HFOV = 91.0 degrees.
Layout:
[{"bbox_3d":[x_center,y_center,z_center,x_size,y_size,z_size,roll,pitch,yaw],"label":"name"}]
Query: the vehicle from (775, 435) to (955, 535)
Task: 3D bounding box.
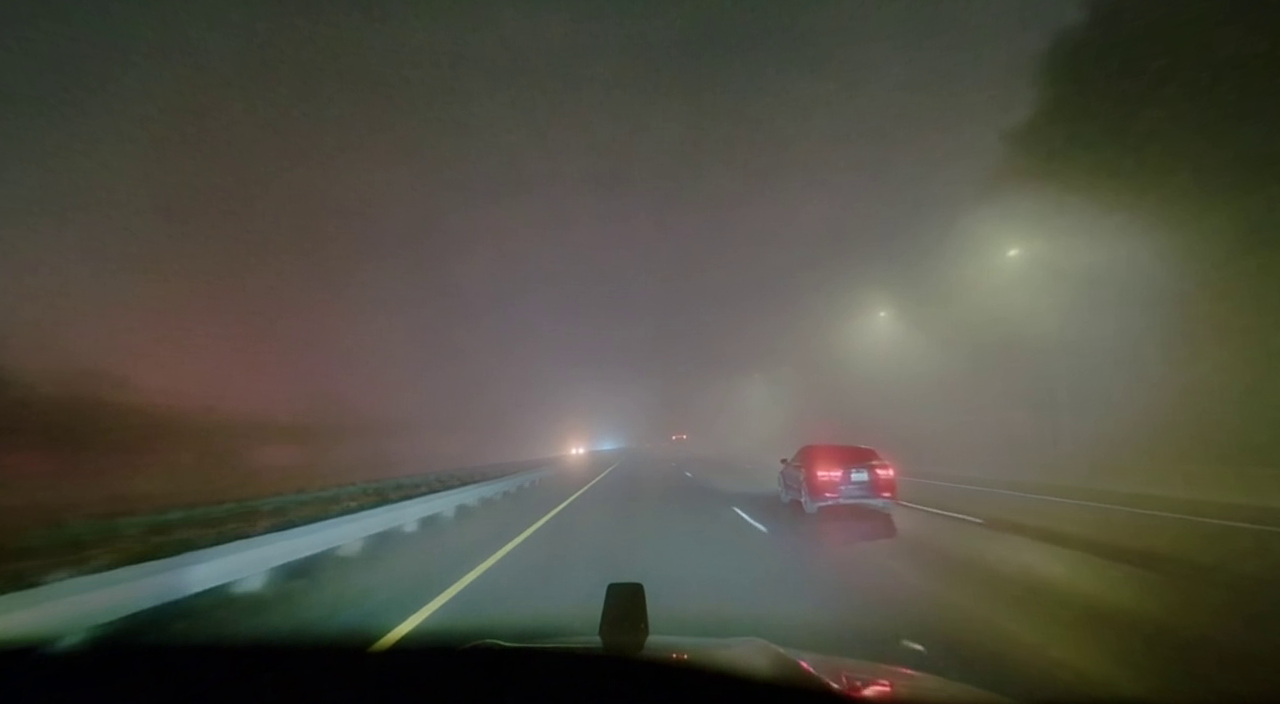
[{"bbox_3d":[3.655,2.191,11.015,1.683,1.400,3.868,0,-8,-1],"label":"vehicle"}]
